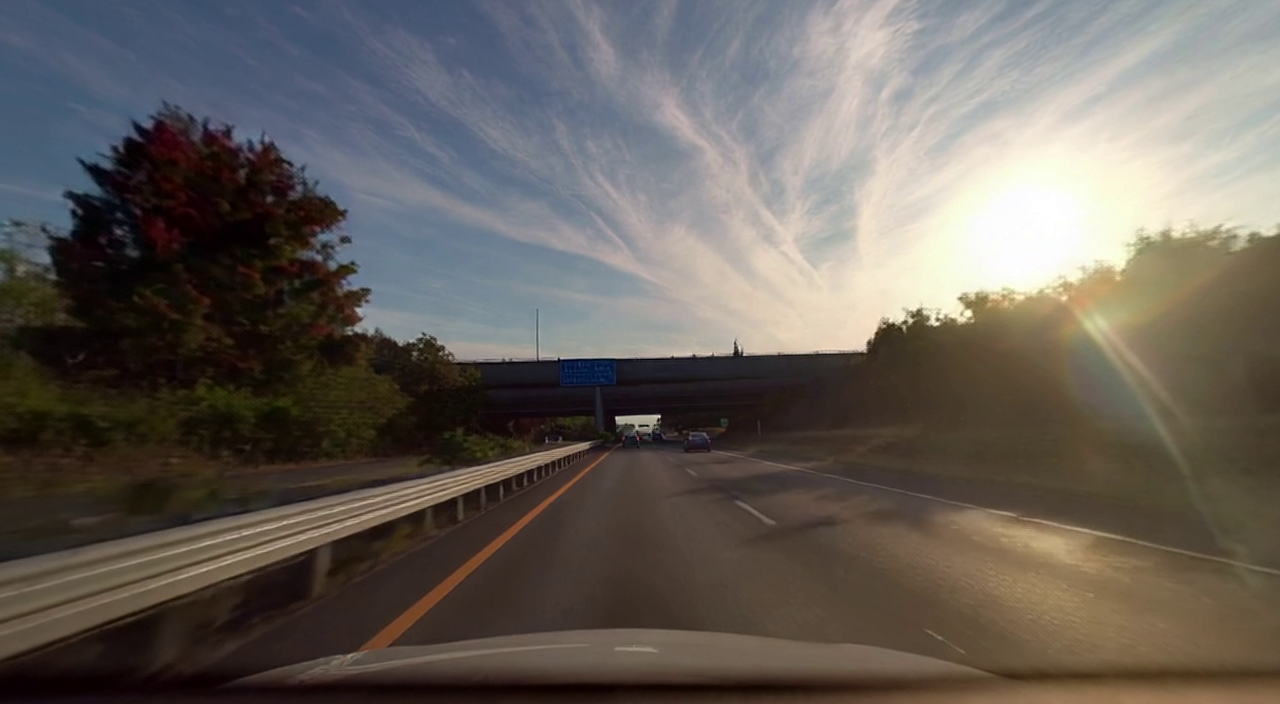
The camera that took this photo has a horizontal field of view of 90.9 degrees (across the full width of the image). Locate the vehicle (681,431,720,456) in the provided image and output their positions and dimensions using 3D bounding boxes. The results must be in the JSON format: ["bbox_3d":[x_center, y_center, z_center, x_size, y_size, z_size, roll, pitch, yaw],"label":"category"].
[{"bbox_3d":[3.927,6.030,41.669,2.010,1.526,4.438,0,-8,-2],"label":"vehicle"}]
